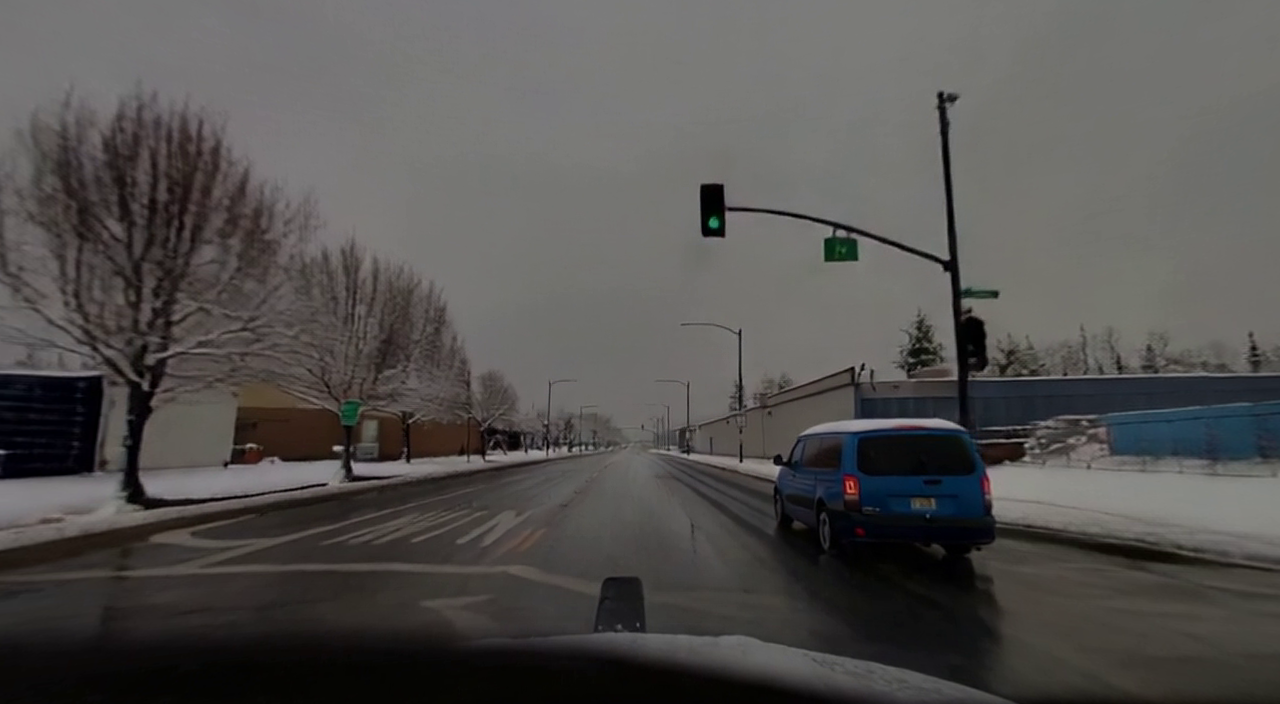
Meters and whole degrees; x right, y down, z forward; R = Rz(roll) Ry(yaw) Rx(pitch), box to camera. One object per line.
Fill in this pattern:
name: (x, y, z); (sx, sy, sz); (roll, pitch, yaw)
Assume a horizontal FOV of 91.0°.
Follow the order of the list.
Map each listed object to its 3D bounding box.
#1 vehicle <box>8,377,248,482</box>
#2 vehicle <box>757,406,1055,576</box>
vehicle: (-20.419, 3.185, 26.075); (3.337, 3.644, 7.945); (0, -7, -2)
vehicle: (3.353, 1.877, 9.332); (2.202, 1.822, 4.826); (1, -9, -1)
